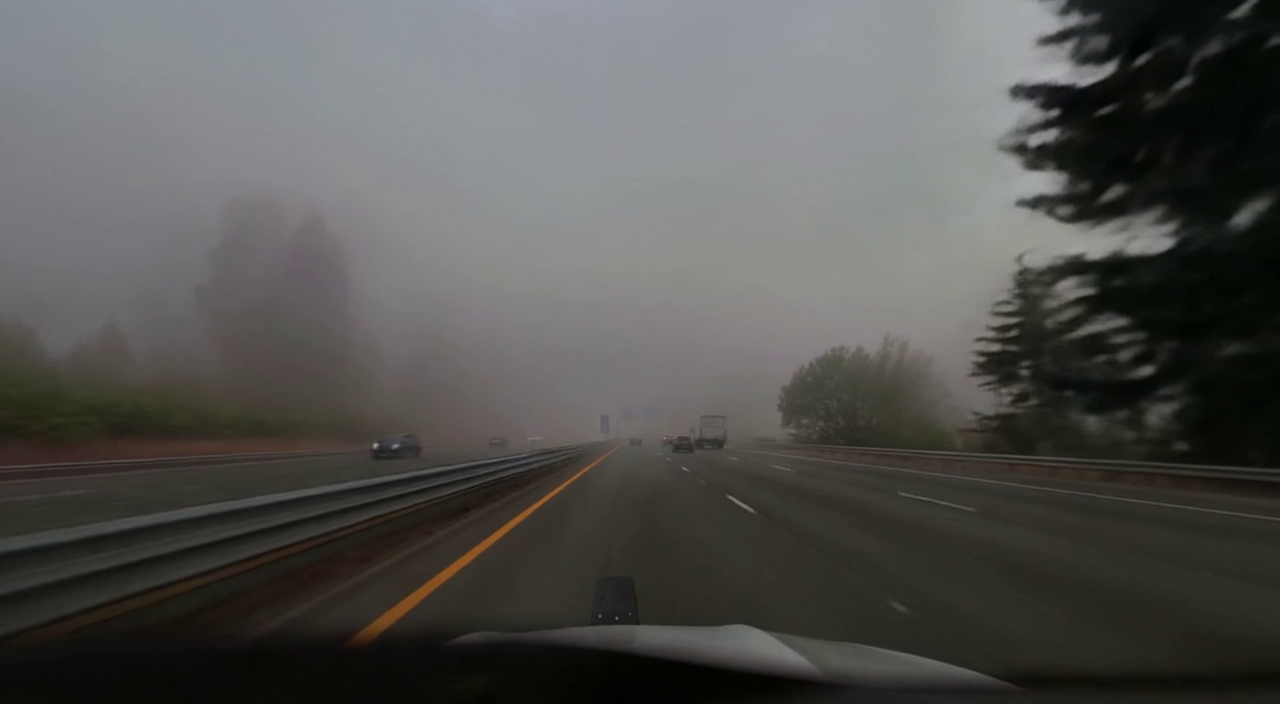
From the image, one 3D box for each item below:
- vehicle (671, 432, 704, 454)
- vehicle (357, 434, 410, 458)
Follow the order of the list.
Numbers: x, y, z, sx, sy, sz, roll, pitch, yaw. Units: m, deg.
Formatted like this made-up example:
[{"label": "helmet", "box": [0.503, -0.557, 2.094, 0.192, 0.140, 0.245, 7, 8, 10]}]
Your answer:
[{"label": "vehicle", "box": [3.490, 6.772, 47.023, 1.986, 1.501, 4.529, 0, -7, -2]}, {"label": "vehicle", "box": [-17.268, 6.308, 42.591, 1.822, 1.497, 4.147, 0, -7, 0]}]
